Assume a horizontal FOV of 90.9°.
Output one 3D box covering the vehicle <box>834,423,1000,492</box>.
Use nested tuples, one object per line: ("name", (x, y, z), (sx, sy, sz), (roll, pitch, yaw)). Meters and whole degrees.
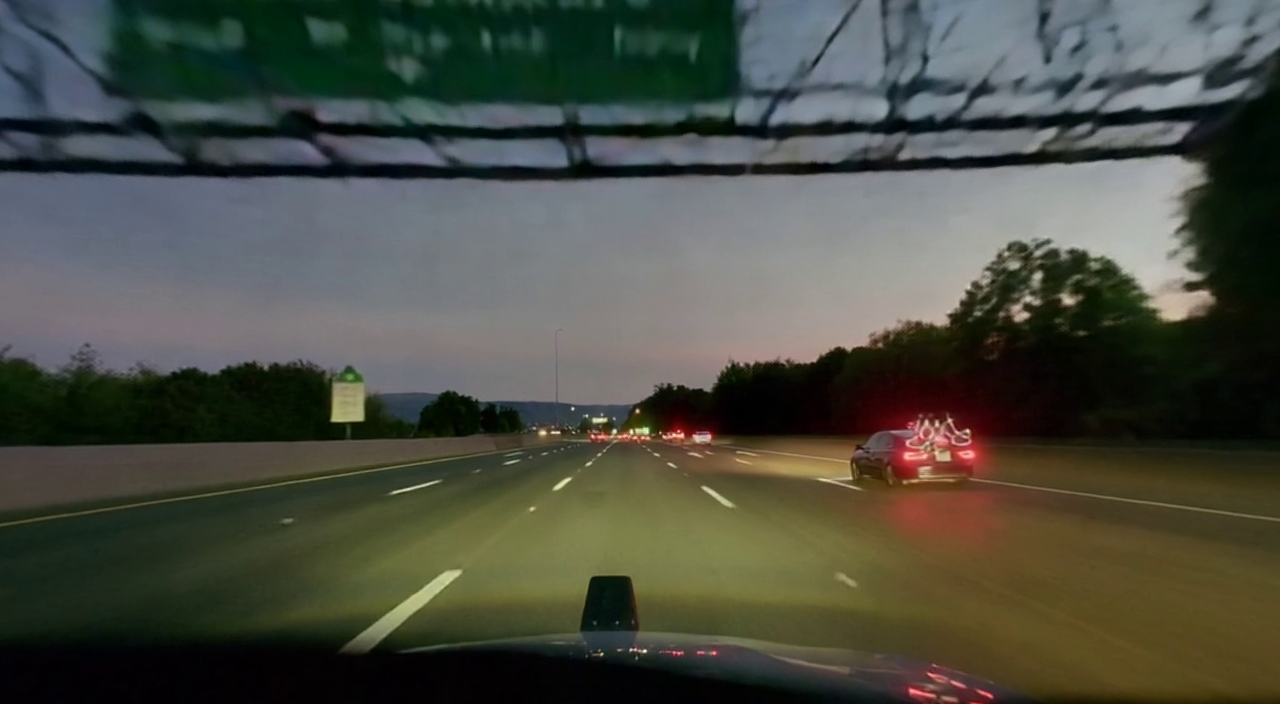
("vehicle", (6.860, 2.641, 16.317), (2.034, 1.511, 4.785), (0, -7, -1))
